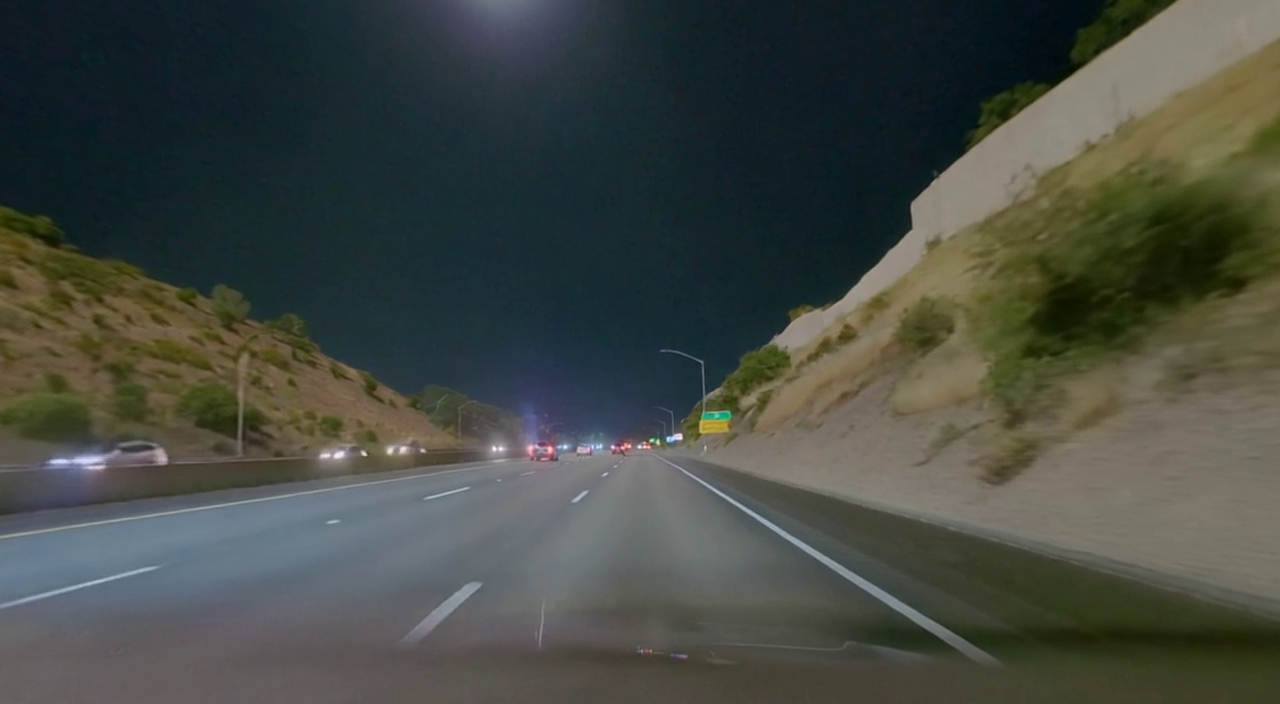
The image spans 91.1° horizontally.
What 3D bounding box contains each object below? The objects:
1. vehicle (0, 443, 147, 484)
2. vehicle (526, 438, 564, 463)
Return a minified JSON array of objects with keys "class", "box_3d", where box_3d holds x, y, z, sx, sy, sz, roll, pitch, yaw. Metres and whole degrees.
[{"class":"vehicle","box_3d":[-22.407,4.365,24.999,1.857,1.443,4.451,0,-8,1]},{"class":"vehicle","box_3d":[-6.799,7.104,45.372,1.972,1.660,4.254,0,-8,1]}]
